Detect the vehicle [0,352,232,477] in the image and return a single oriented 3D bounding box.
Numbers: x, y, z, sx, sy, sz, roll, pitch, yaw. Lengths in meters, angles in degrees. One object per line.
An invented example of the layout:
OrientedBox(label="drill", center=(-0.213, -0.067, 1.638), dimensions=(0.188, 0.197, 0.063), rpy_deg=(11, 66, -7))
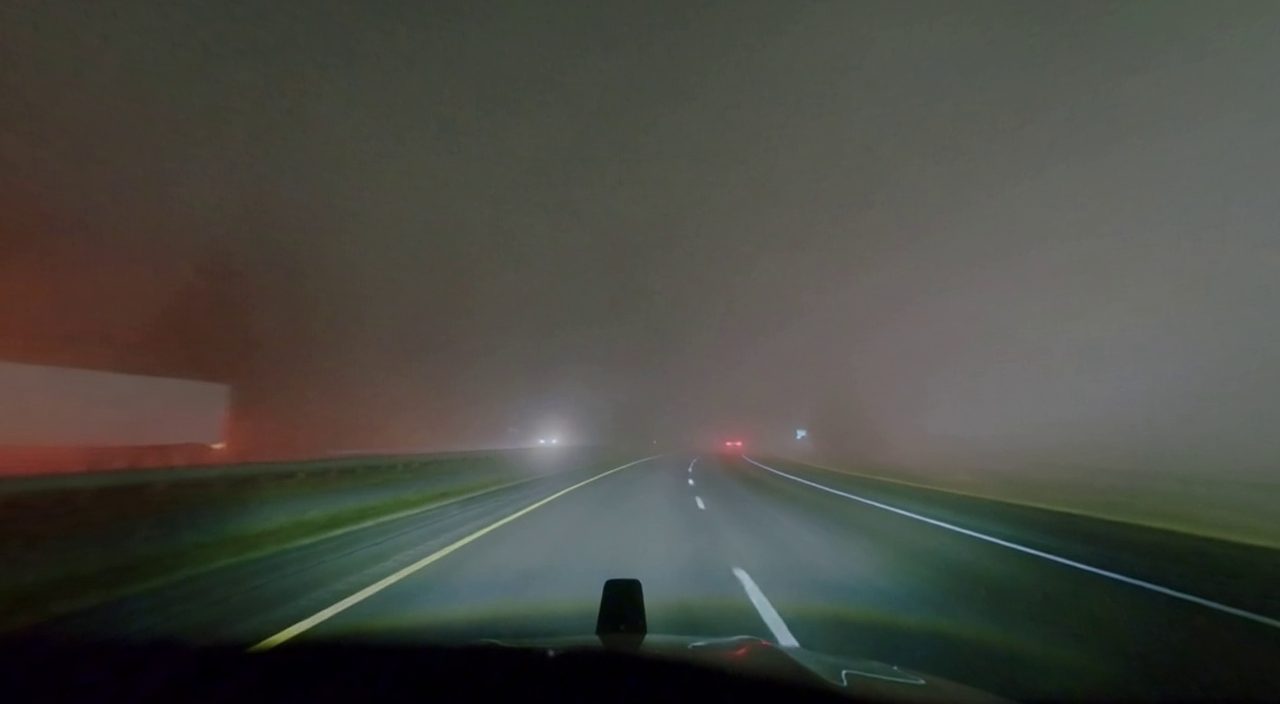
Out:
OrientedBox(label="vehicle", center=(-23.009, 2.523, 24.004), dimensions=(2.949, 4.184, 16.613), rpy_deg=(-1, -9, 4))
